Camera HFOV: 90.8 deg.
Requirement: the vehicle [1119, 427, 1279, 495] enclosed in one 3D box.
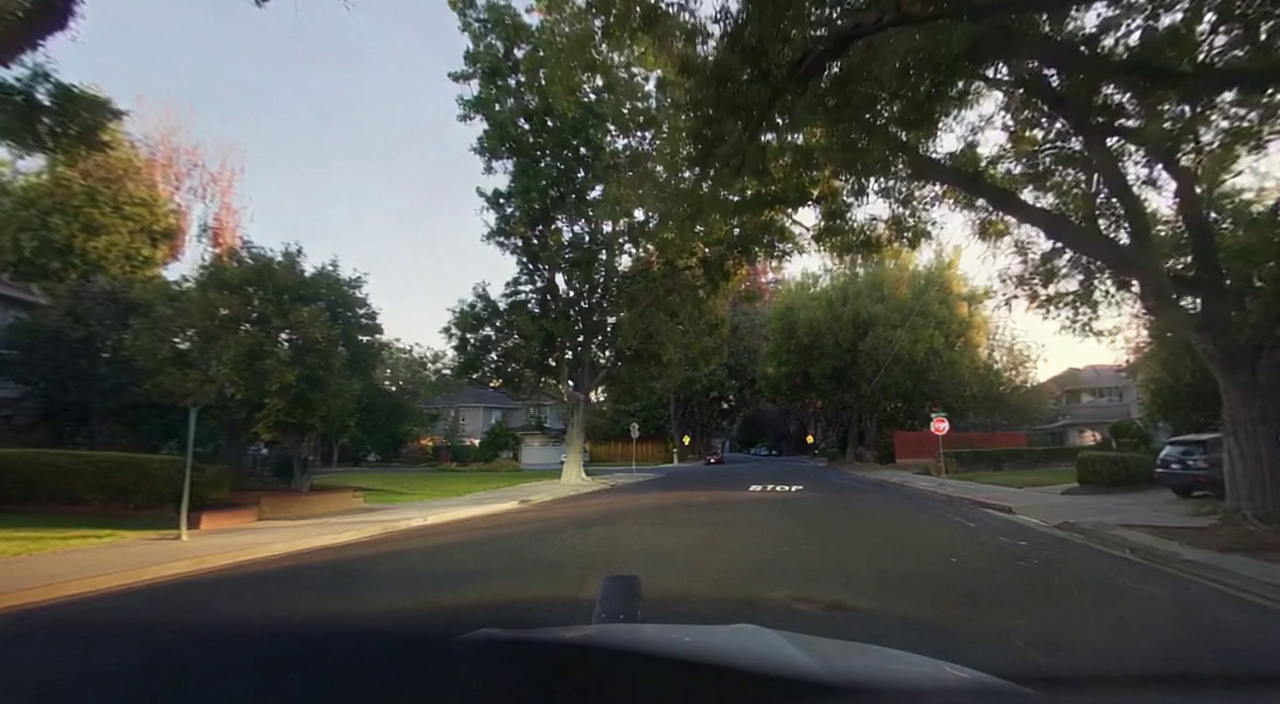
[{"bbox_3d":[15.026,2.671,15.766,4.589,1.526,2.133,1,-9,-8],"label":"vehicle"}]
